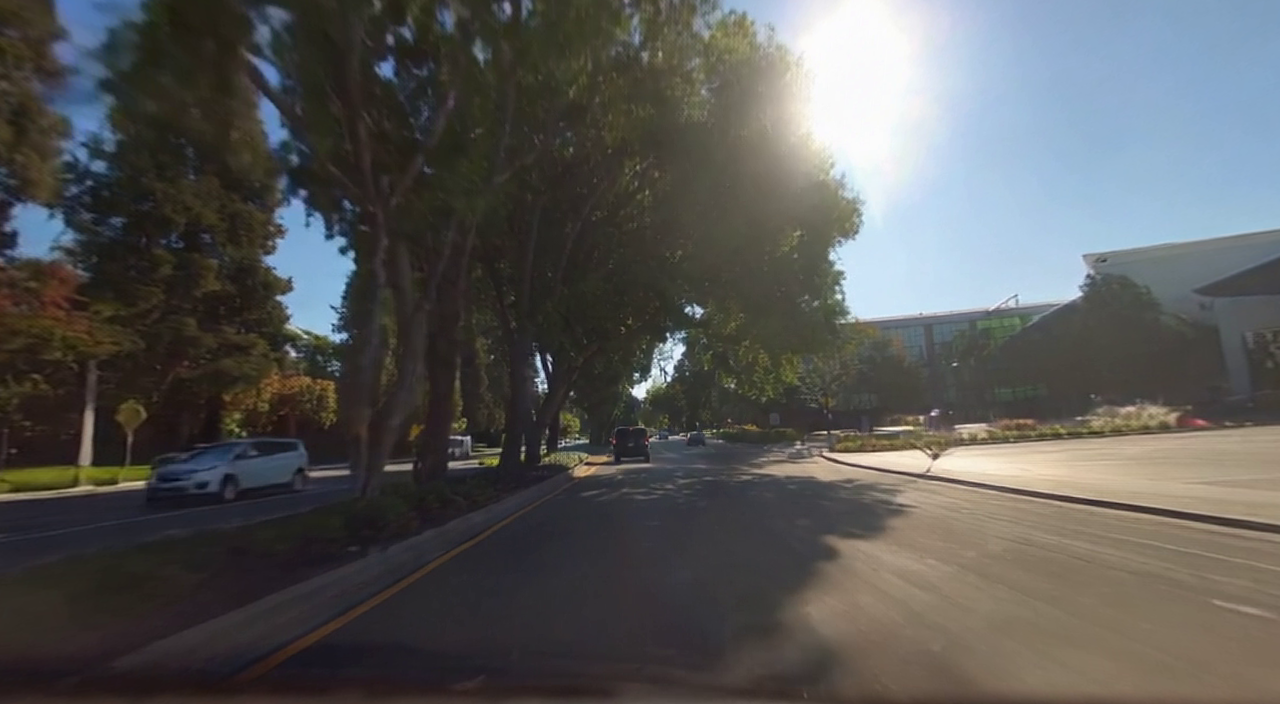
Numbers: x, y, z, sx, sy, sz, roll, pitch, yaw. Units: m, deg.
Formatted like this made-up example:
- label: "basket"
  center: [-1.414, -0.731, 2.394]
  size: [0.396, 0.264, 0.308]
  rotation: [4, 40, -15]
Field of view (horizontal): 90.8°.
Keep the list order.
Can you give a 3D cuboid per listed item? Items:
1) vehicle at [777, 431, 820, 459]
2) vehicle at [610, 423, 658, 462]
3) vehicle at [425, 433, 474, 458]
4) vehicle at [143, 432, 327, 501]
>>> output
- label: "vehicle"
  center: [11.008, 6.510, 44.152]
  size: [2.364, 1.781, 4.854]
  rotation: [-1, -9, 8]
- label: "vehicle"
  center: [-0.328, 4.992, 34.728]
  size: [2.411, 1.937, 5.186]
  rotation: [0, -8, -1]
- label: "vehicle"
  center: [-13.527, 6.656, 45.113]
  size: [1.929, 1.676, 5.134]
  rotation: [0, -9, 0]
- label: "vehicle"
  center: [-10.764, 3.068, 17.326]
  size: [1.979, 1.605, 4.550]
  rotation: [0, -9, 1]
